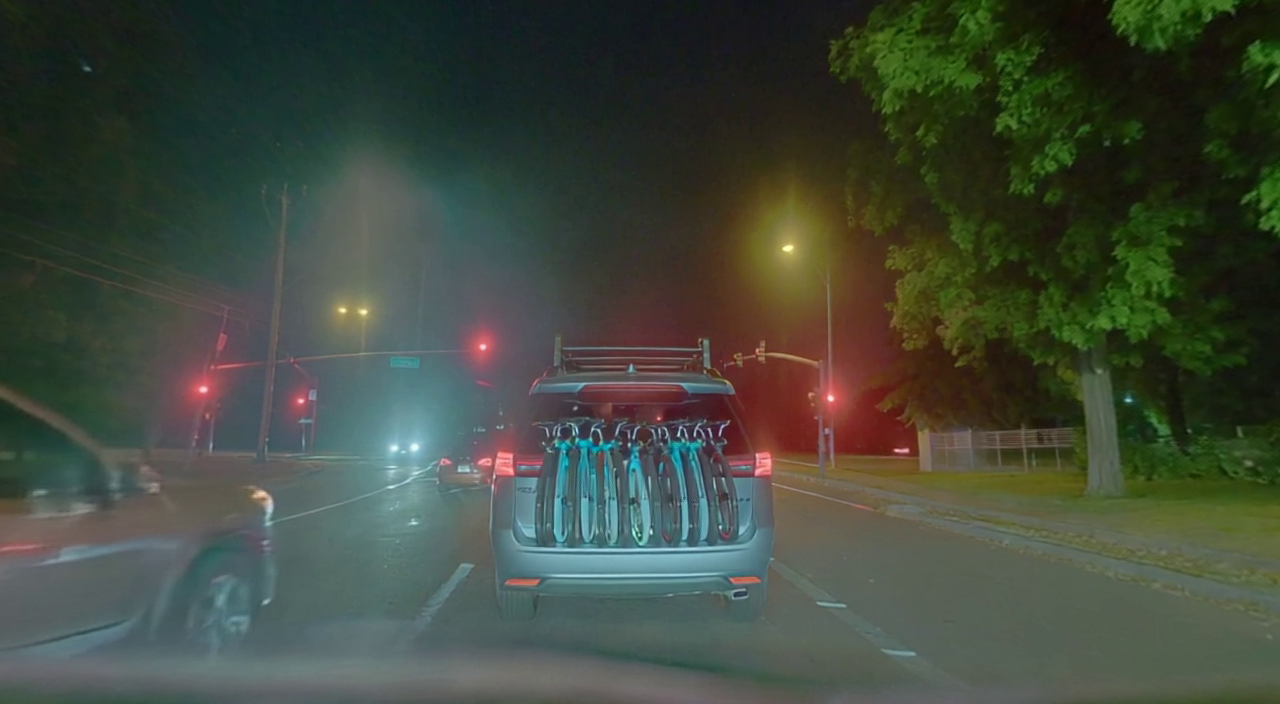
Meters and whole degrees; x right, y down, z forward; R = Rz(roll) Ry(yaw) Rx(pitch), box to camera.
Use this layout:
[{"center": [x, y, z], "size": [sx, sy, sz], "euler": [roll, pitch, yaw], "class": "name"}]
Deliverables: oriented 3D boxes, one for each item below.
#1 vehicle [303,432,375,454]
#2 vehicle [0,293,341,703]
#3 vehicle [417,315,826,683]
[{"center": [-23.178, 7.055, 48.722], "size": [4.576, 1.632, 1.960], "euler": [1, -9, -8], "class": "vehicle"}, {"center": [-3.476, 0.715, 2.180], "size": [2.337, 1.858, 5.409], "euler": [0, -8, -1], "class": "vehicle"}, {"center": [-0.243, 1.156, 6.010], "size": [2.333, 2.087, 4.586], "euler": [1, -8, -4], "class": "vehicle"}]
